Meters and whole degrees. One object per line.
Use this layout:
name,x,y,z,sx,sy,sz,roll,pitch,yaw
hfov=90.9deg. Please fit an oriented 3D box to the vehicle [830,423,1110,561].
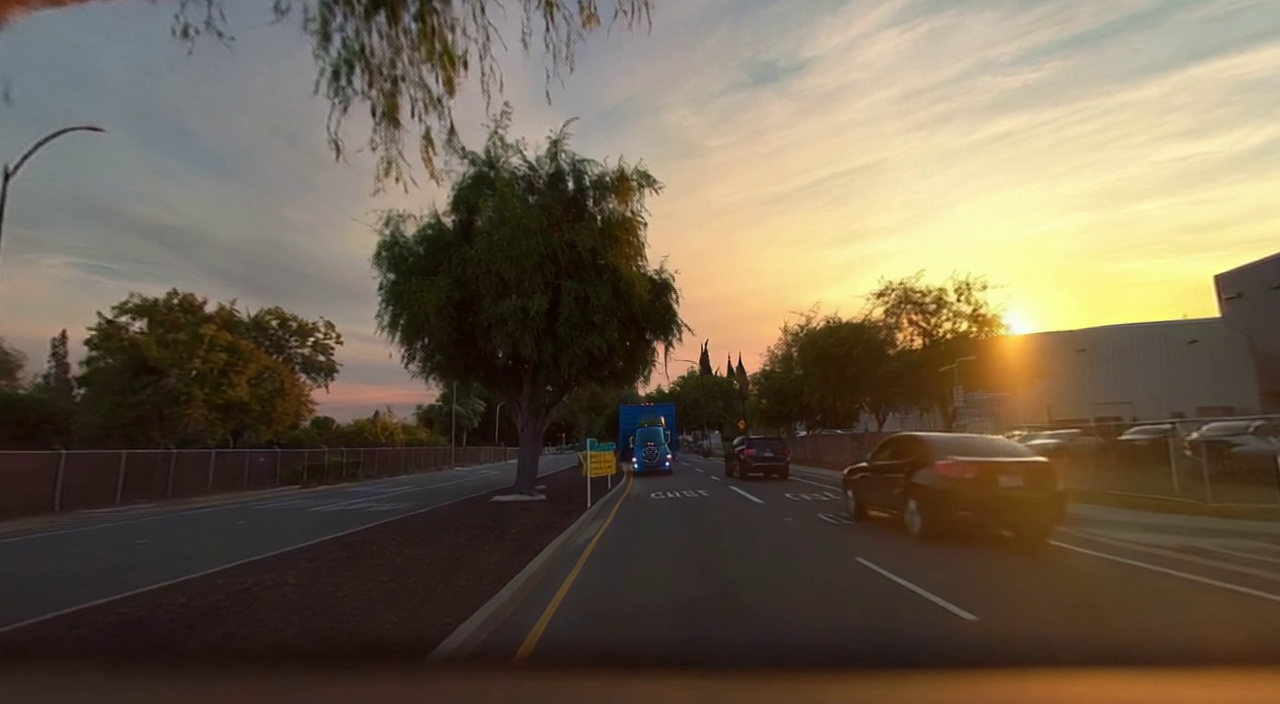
vehicle,4.579,1.976,9.672,2.001,1.621,4.208,0,-8,0

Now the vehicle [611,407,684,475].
vehicle,0.437,4.467,31.515,3.197,2.963,7.055,0,-8,2

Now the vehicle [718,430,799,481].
vehicle,4.675,4.170,25.734,2.375,1.857,5.100,0,-8,0
